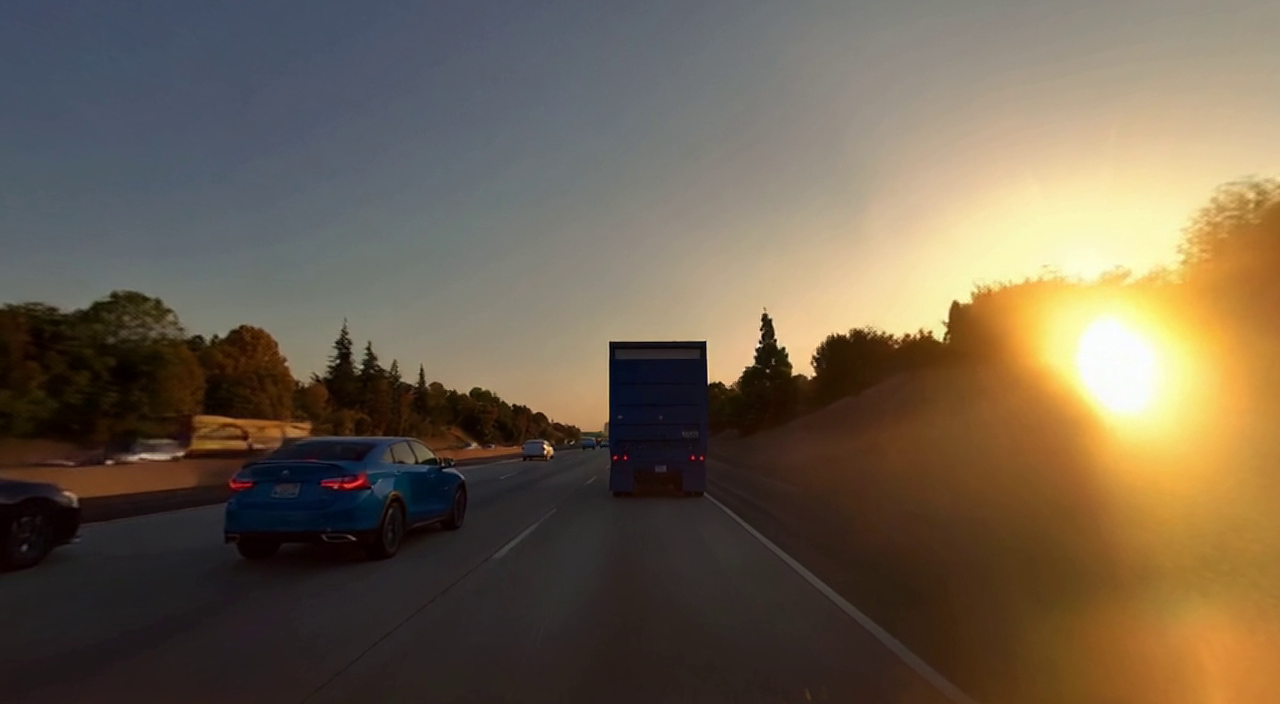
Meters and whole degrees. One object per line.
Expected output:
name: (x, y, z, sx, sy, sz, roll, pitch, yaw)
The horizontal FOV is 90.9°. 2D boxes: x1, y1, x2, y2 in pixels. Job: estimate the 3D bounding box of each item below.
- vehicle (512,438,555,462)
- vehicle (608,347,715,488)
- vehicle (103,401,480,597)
vehicle: (-6.735, 6.266, 40.447, 1.882, 1.451, 4.416, 0, -8, 1)
vehicle: (0.608, 2.533, 22.528, 2.870, 3.841, 10.653, 0, -8, 0)
vehicle: (-3.549, 1.581, 7.623, 2.077, 1.671, 4.249, 0, -8, 1)
